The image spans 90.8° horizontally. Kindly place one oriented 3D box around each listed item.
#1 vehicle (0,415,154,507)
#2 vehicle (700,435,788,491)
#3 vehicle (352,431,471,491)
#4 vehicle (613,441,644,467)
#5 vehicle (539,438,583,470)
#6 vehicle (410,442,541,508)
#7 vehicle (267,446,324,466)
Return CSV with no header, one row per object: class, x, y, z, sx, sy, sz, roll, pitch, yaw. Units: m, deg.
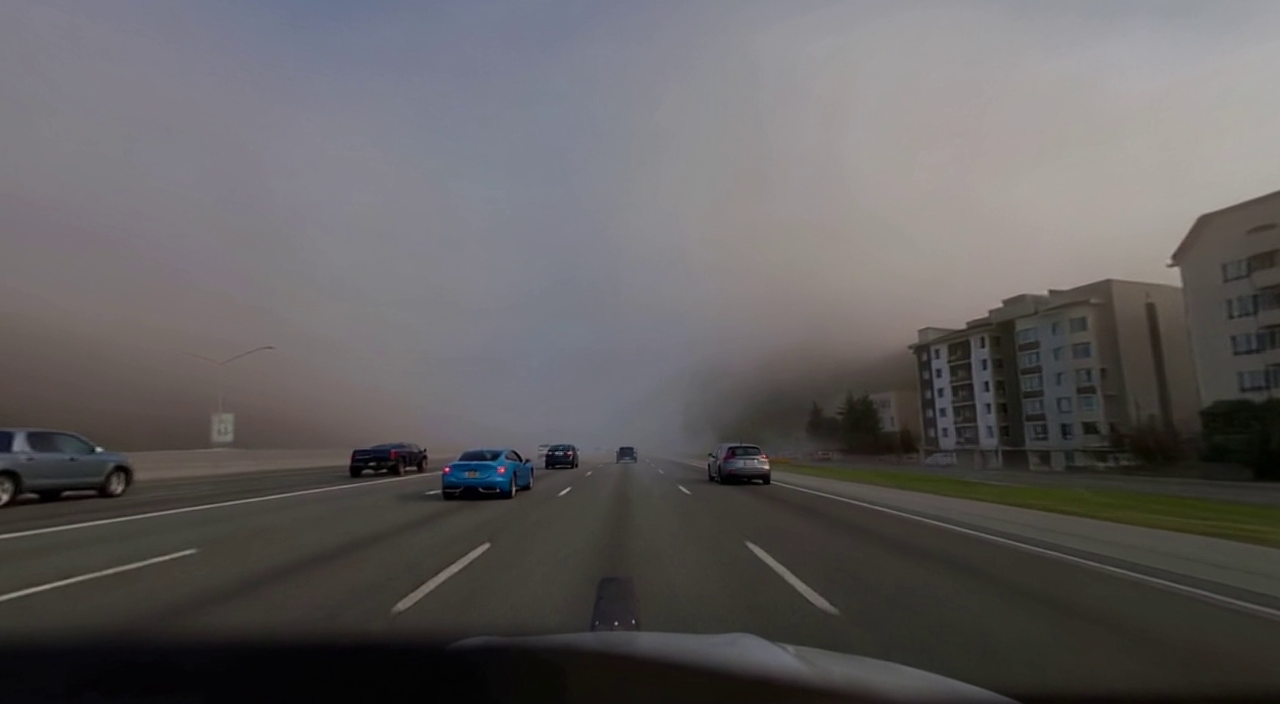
vehicle,-15.181,2.545,14.932,2.396,1.999,6.333,0,-8,-1
vehicle,3.306,3.644,21.122,2.061,1.658,4.417,0,-8,-2
vehicle,-7.533,3.640,21.469,2.086,1.776,5.080,0,-8,0
vehicle,-0.772,6.865,42.717,2.053,1.650,3.945,0,-8,-1
vehicle,-4.610,5.995,37.351,2.044,1.774,4.329,0,-8,-1
vehicle,-3.991,3.055,16.219,2.124,1.426,4.444,0,-9,0
vehicle,-26.416,7.946,48.661,1.816,1.457,4.598,0,-8,0
